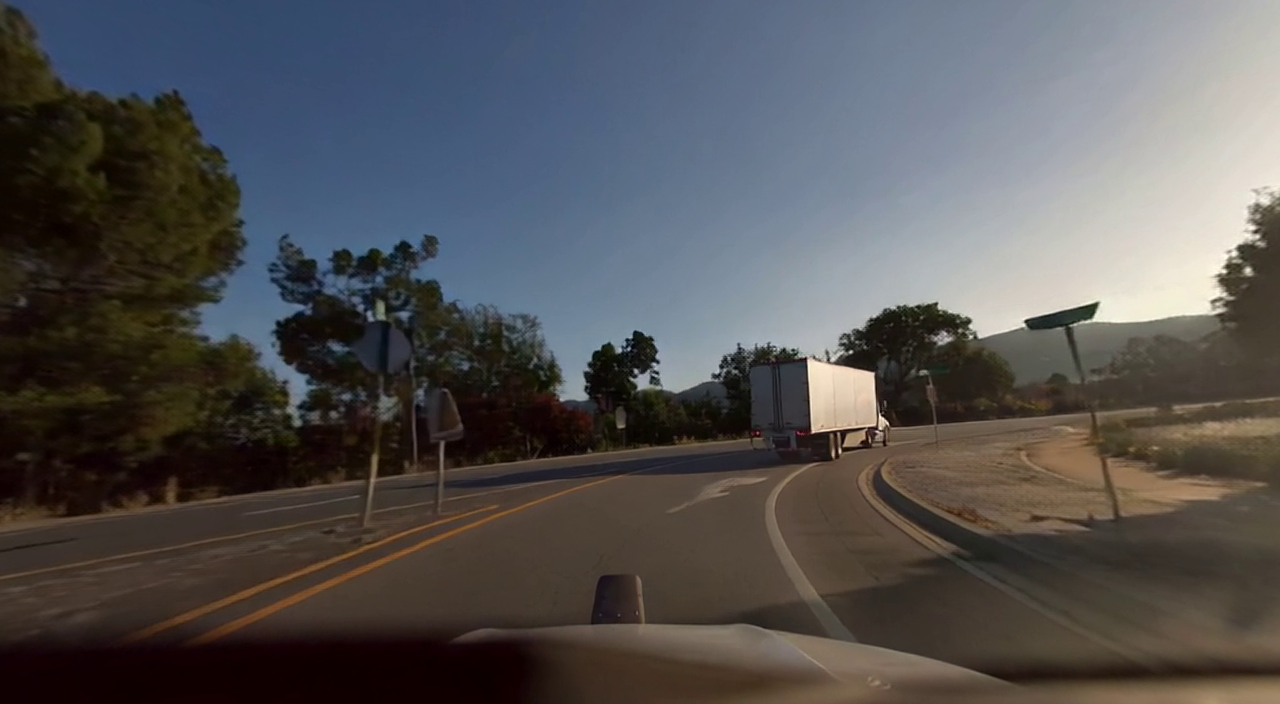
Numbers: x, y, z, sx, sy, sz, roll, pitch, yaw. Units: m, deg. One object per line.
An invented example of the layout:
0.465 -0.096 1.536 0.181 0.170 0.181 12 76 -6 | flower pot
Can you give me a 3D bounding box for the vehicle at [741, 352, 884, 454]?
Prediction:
8.057 2.534 27.994 2.837 3.712 10.484 -5 -9 33 | vehicle
